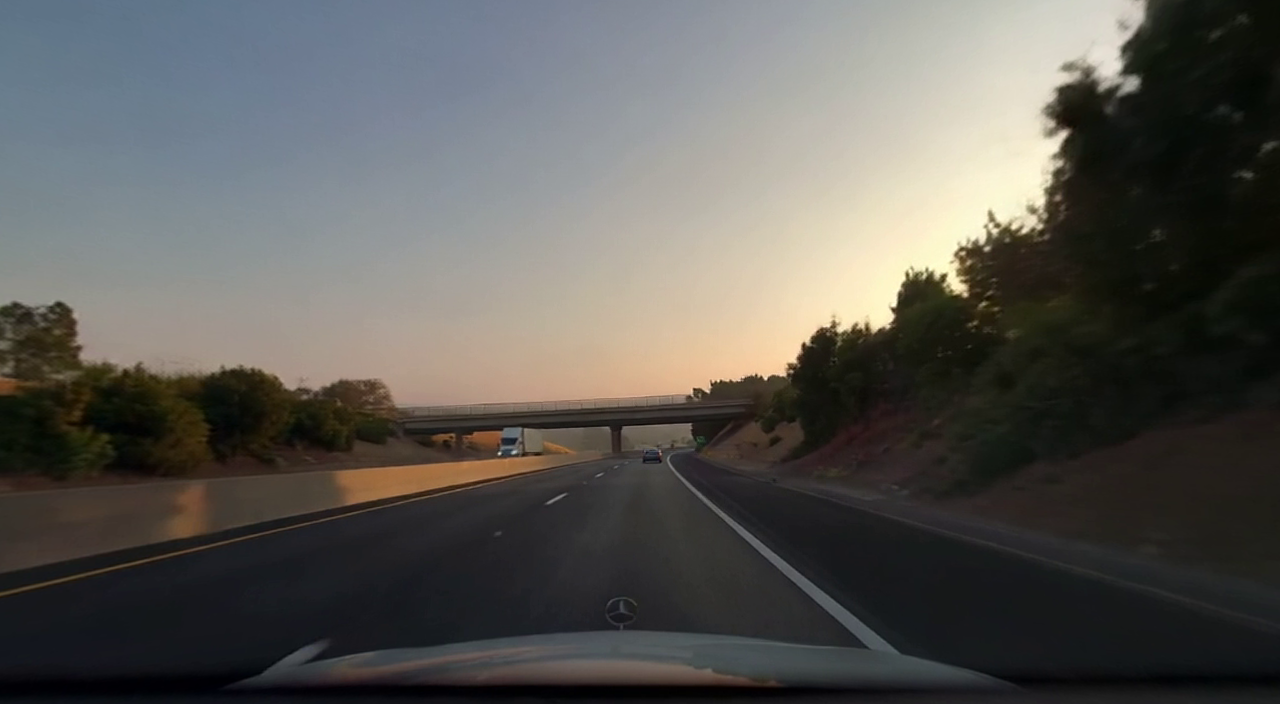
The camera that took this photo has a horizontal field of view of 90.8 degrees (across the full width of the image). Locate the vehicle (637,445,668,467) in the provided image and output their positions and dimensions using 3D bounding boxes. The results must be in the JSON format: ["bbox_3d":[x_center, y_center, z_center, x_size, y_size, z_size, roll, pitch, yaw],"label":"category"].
[{"bbox_3d":[0.980,7.820,47.545,2.221,1.603,4.149,0,-9,1],"label":"vehicle"}]
